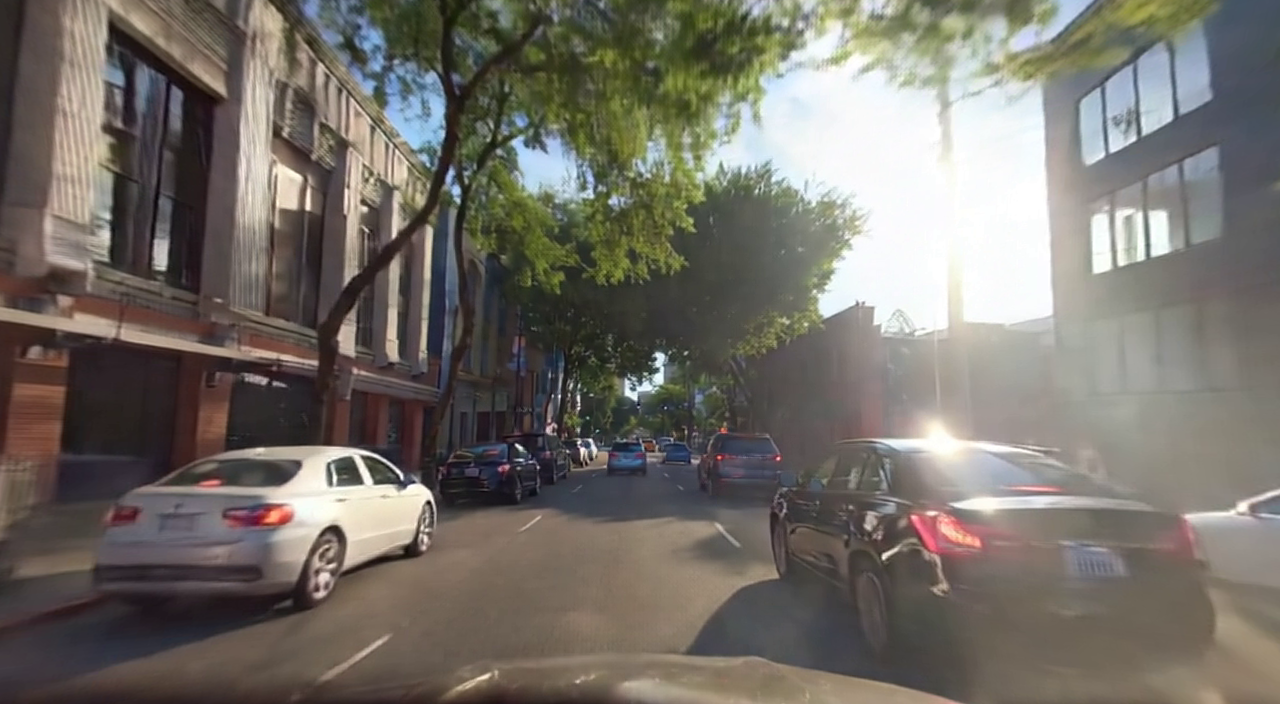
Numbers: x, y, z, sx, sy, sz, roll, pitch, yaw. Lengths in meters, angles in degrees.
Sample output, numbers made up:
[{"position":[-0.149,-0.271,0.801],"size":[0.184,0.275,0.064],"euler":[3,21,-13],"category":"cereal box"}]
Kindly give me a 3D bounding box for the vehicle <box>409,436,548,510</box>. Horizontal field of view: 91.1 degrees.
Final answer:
[{"position":[-3.617,2.805,15.115],"size":[1.972,1.471,4.795],"euler":[0,-8,1],"category":"vehicle"}]

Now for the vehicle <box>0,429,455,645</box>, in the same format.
[{"position":[-3.645,1.603,6.588],"size":[1.954,1.462,4.407],"euler":[0,-8,1],"category":"vehicle"}]

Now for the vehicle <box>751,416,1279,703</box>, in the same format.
[{"position":[2.438,1.394,5.297],"size":[2.080,1.495,4.591],"euler":[0,-8,-1],"category":"vehicle"}]

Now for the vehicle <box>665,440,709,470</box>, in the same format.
[{"position":[2.439,5.483,33.624],"size":[1.966,1.475,4.528],"euler":[0,-8,-1],"category":"vehicle"}]

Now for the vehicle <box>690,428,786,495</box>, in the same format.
[{"position":[2.724,3.171,18.527],"size":[2.002,1.707,4.547],"euler":[0,-8,-1],"category":"vehicle"}]

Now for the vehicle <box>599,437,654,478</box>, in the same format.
[{"position":[-0.497,4.132,24.784],"size":[2.007,1.460,3.923],"euler":[0,-8,0],"category":"vehicle"}]
